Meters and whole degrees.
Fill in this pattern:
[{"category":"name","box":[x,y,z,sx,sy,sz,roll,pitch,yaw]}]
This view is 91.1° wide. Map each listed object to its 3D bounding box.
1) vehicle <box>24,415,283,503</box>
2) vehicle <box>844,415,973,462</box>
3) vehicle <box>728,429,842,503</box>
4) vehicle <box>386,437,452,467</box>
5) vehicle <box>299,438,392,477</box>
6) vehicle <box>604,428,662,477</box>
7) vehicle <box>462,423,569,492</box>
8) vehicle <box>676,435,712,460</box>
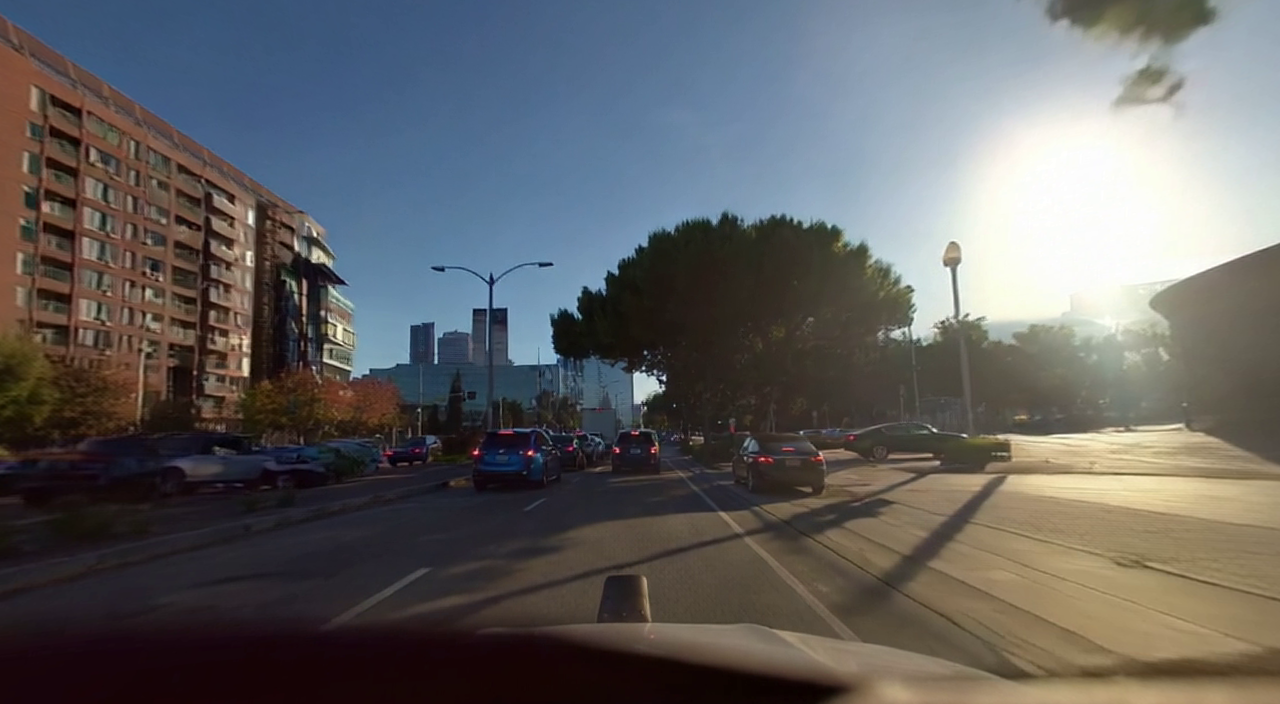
[{"category":"vehicle","box":[-12.277,2.764,16.599,2.245,1.908,5.613,0,-8,1]},{"category":"vehicle","box":[12.411,4.037,29.257,4.991,1.978,2.090,-8,-11,43]},{"category":"vehicle","box":[3.346,2.696,15.271,1.847,1.554,3.885,0,-8,0]},{"category":"vehicle","box":[-12.178,5.532,34.885,1.924,1.511,4.640,0,-8,1]},{"category":"vehicle","box":[-12.393,4.441,26.790,1.843,1.509,4.301,0,-8,0]},{"category":"vehicle","box":[-0.190,3.810,24.033,2.022,1.700,4.084,0,-8,1]},{"category":"vehicle","box":[-3.394,2.976,18.038,2.047,1.710,4.314,0,-8,2]},{"category":"vehicle","box":[3.340,6.011,39.425,1.948,1.475,4.093,0,-8,0]}]
